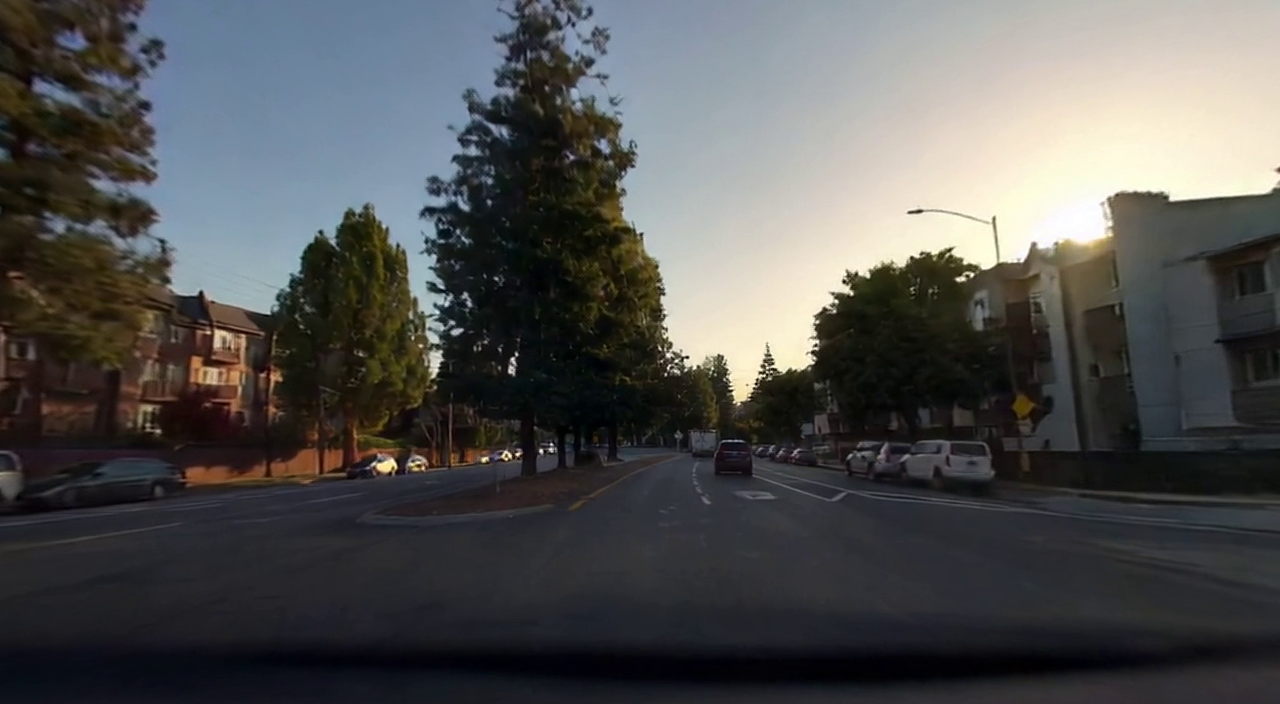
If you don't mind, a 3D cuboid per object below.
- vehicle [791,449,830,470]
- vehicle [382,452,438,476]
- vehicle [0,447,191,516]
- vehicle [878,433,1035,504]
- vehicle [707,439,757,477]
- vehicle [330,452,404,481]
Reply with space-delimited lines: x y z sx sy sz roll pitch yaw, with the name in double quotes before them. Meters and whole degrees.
"vehicle" 12.251 7.760 45.755 1.856 1.448 4.484 -1 -9 4
"vehicle" -15.311 7.477 42.308 1.822 1.478 4.275 -1 -9 6
"vehicle" -16.657 3.881 19.534 2.014 1.734 4.651 -2 -8 2
"vehicle" 10.256 3.804 21.244 2.460 2.002 5.900 -1 -8 3
"vehicle" 4.547 5.297 31.749 2.085 1.763 4.490 -1 -8 4
"vehicle" -15.727 6.614 36.733 2.002 1.510 4.755 -1 -9 3
